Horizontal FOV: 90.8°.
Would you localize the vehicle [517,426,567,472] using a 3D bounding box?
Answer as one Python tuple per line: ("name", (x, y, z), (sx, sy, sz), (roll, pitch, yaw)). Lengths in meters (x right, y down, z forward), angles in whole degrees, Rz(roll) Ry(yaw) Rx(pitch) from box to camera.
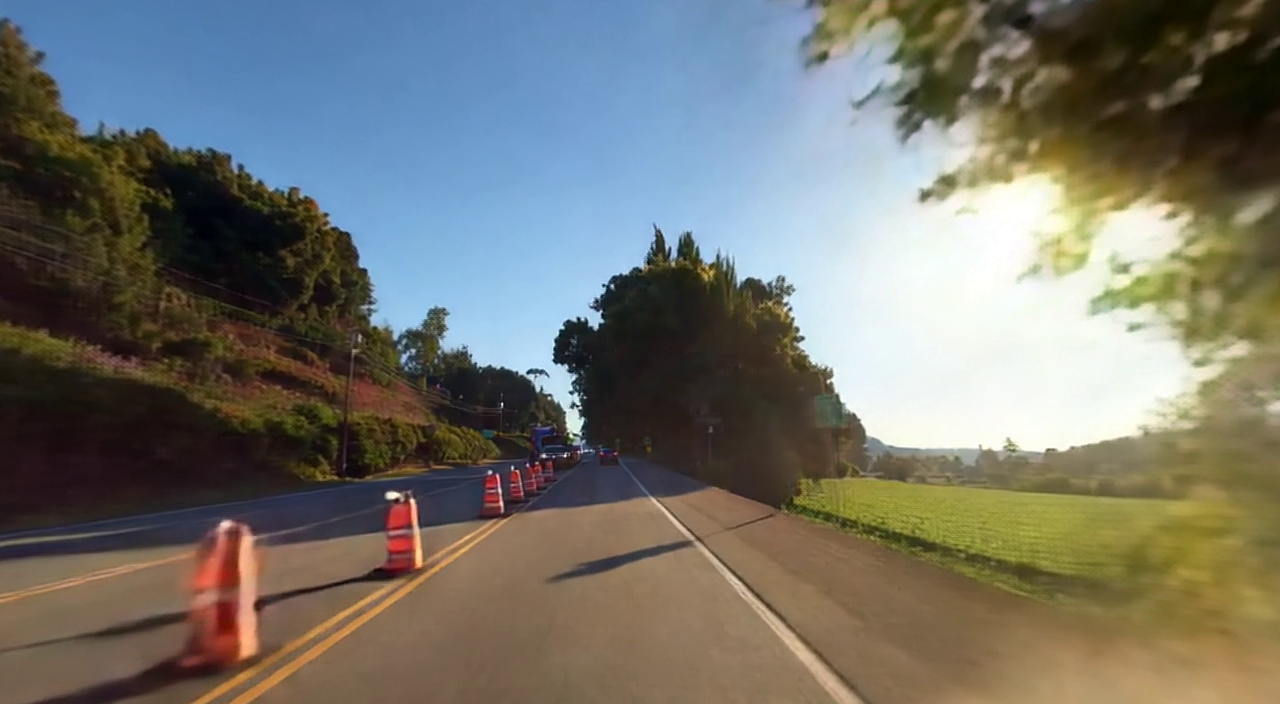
("vehicle", (-5.636, 5.636, 36.837), (2.380, 2.488, 4.028), (2, -8, -3))
